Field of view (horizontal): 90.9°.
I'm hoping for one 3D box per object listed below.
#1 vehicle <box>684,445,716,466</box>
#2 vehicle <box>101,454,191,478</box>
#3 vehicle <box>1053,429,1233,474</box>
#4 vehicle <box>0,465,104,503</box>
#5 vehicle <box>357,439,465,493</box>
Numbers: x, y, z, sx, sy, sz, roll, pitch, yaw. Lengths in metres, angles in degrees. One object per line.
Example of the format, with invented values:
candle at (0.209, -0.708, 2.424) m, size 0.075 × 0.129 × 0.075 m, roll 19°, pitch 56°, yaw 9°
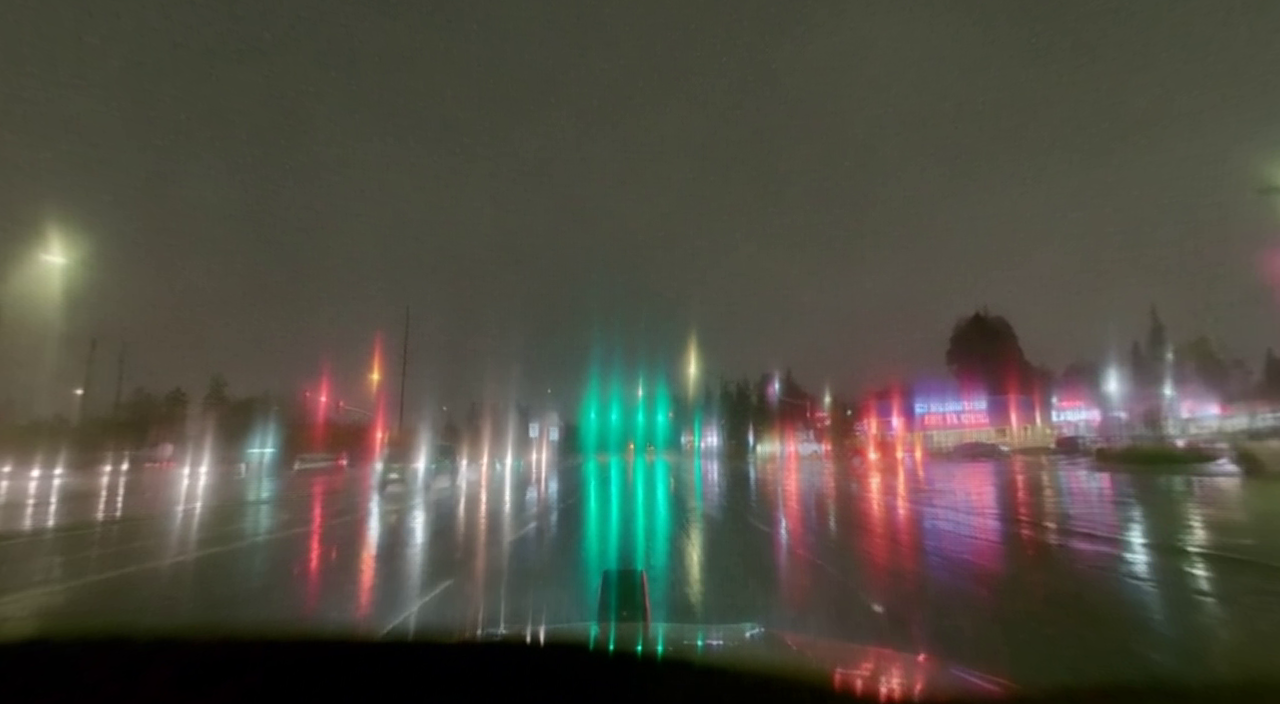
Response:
vehicle at (4.460, 7.795, 47.588) m, size 1.913 × 1.463 × 4.198 m, roll 0°, pitch -8°, yaw -1°
vehicle at (-34.217, 7.883, 43.735) m, size 4.520 × 1.524 × 2.075 m, roll 0°, pitch -8°, yaw 1°
vehicle at (16.877, 3.360, 21.375) m, size 1.796 × 1.351 × 4.358 m, roll 6°, pitch -11°, yaw -36°
vehicle at (-27.222, 5.908, 28.424) m, size 4.805 × 1.537 × 1.936 m, roll -2°, pitch -9°, yaw 11°
vehicle at (-7.878, 3.947, 22.280) m, size 2.231 × 1.650 × 5.052 m, roll 0°, pitch -8°, yaw -4°
